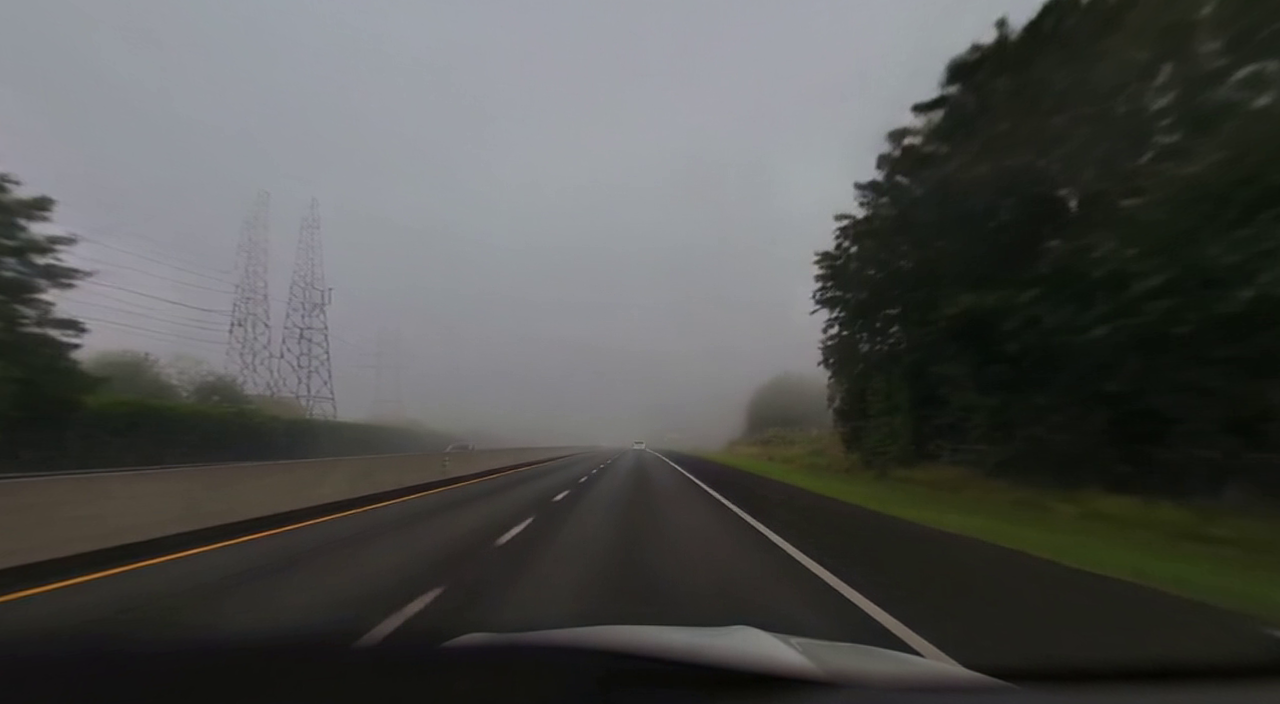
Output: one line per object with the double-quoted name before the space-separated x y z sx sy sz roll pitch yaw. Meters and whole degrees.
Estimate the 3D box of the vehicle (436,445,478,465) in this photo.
"vehicle" -14.294 8.042 49.357 1.953 1.477 4.501 0 -8 0
